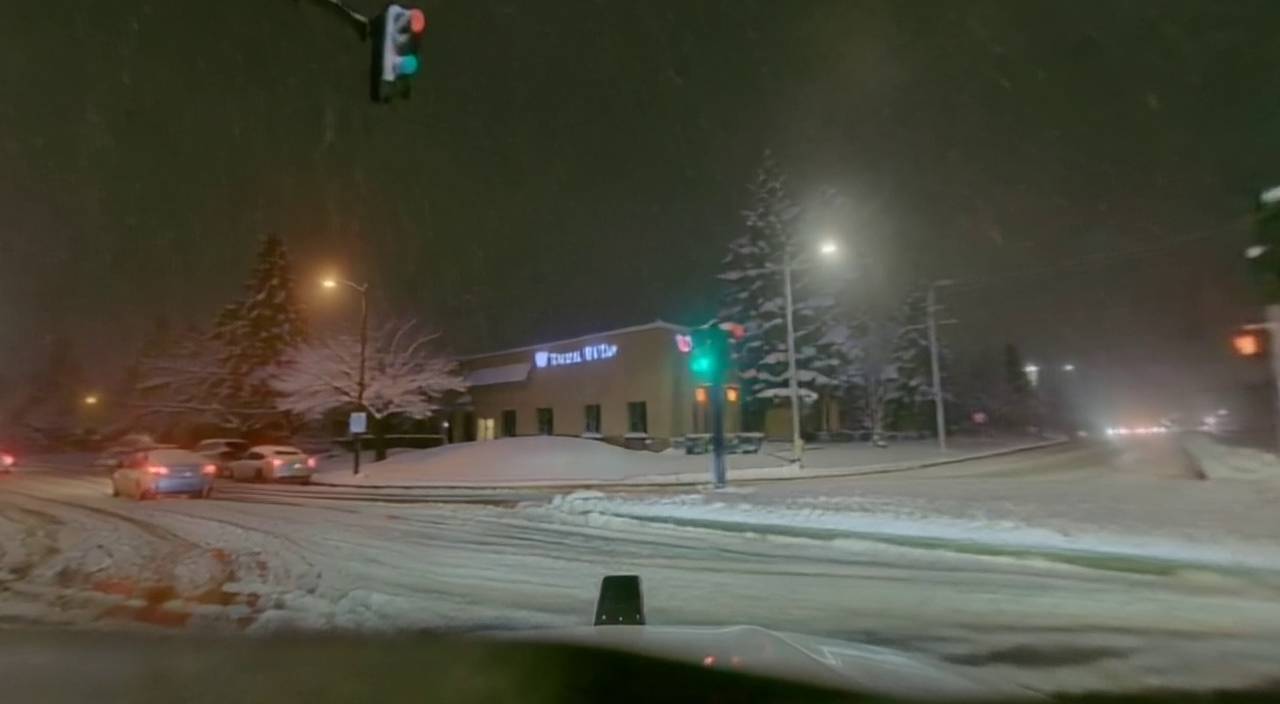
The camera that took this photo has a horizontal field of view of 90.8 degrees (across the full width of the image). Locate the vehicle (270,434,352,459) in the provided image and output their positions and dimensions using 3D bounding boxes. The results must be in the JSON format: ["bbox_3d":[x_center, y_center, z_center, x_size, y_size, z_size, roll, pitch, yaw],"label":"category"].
[{"bbox_3d":[-24.208,6.958,46.684,2.189,1.737,4.851,-6,-9,34],"label":"vehicle"}]

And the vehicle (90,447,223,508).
[{"bbox_3d":[-15.391,3.876,20.053,4.312,1.642,2.197,-6,-10,37],"label":"vehicle"}]
